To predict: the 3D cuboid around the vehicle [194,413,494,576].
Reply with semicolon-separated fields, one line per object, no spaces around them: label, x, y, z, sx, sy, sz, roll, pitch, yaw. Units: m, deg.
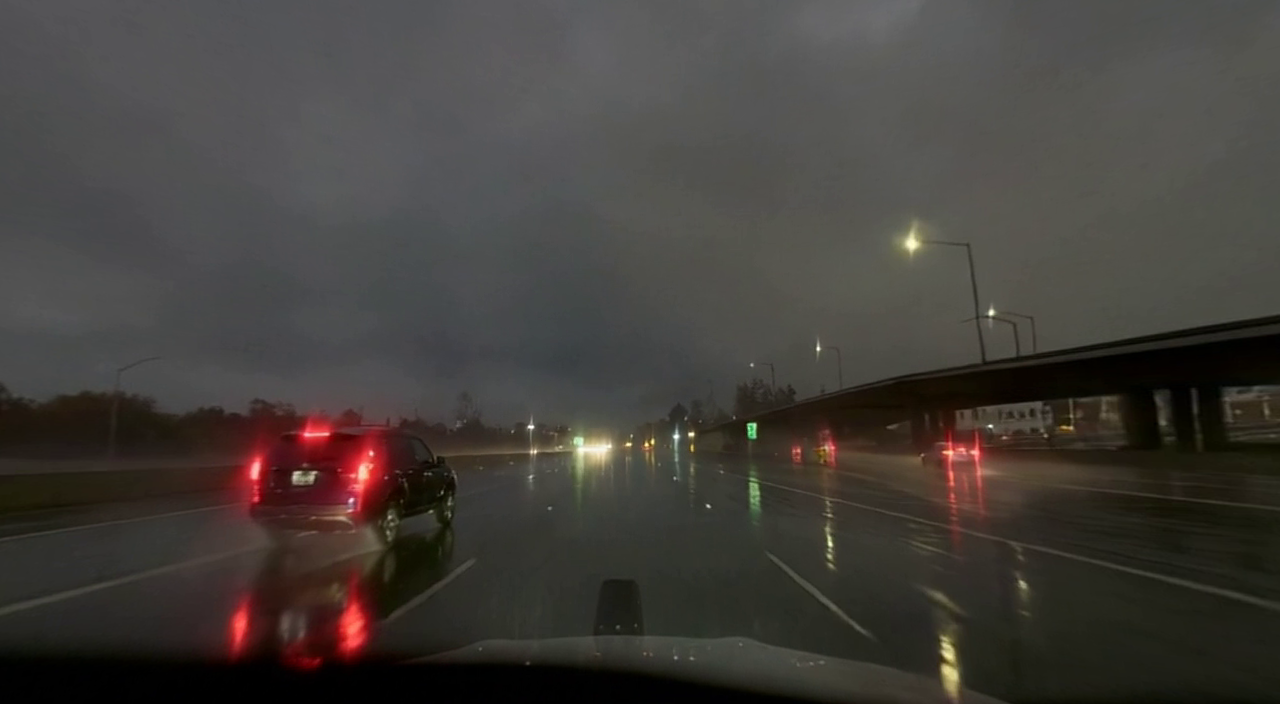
vehicle;-3.649;1.835;8.939;2.178;1.699;4.321;0;-8;-1
